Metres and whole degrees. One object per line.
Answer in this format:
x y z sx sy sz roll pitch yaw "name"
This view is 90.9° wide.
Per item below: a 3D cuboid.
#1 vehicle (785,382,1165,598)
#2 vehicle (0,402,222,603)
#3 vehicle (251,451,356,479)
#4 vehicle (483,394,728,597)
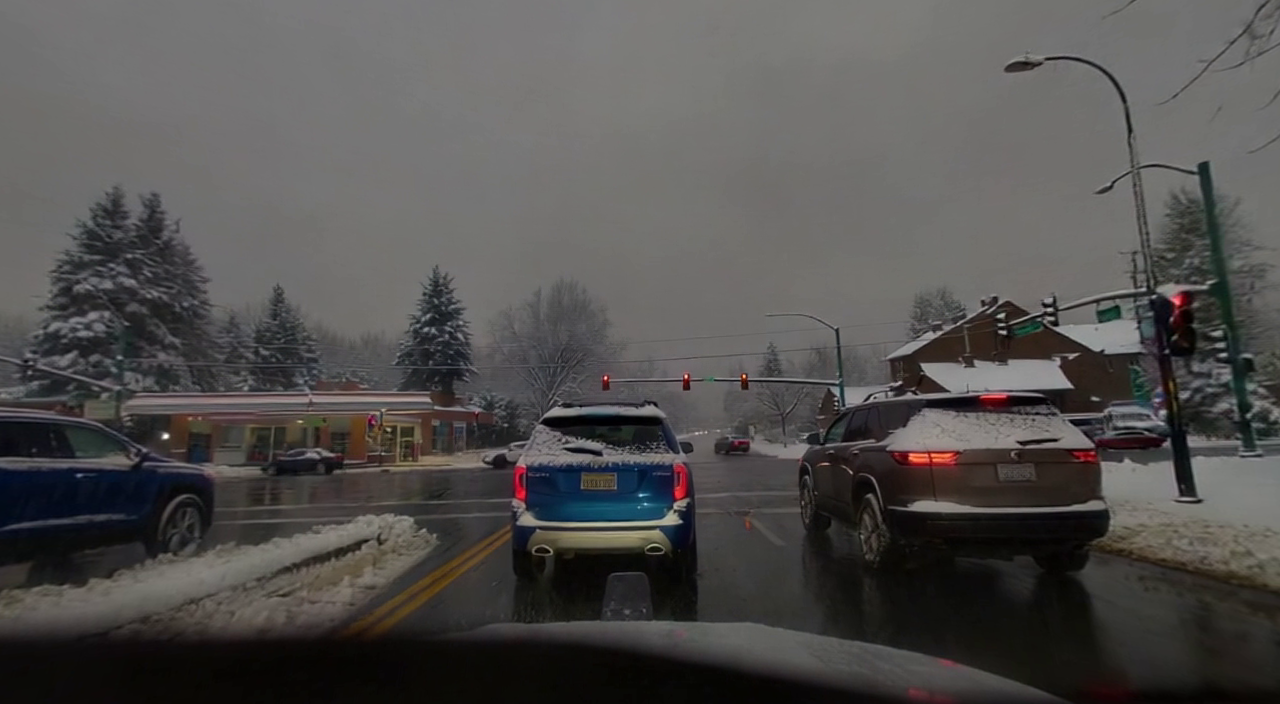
3.276 1.454 7.449 2.083 1.779 4.347 0 -8 0 "vehicle"
-6.715 1.399 5.986 2.011 1.774 4.866 0 -8 2 "vehicle"
-18.492 6.227 34.824 4.669 1.469 1.855 0 -8 -3 "vehicle"
-0.225 1.509 7.414 2.067 1.702 3.987 0 -8 2 "vehicle"
